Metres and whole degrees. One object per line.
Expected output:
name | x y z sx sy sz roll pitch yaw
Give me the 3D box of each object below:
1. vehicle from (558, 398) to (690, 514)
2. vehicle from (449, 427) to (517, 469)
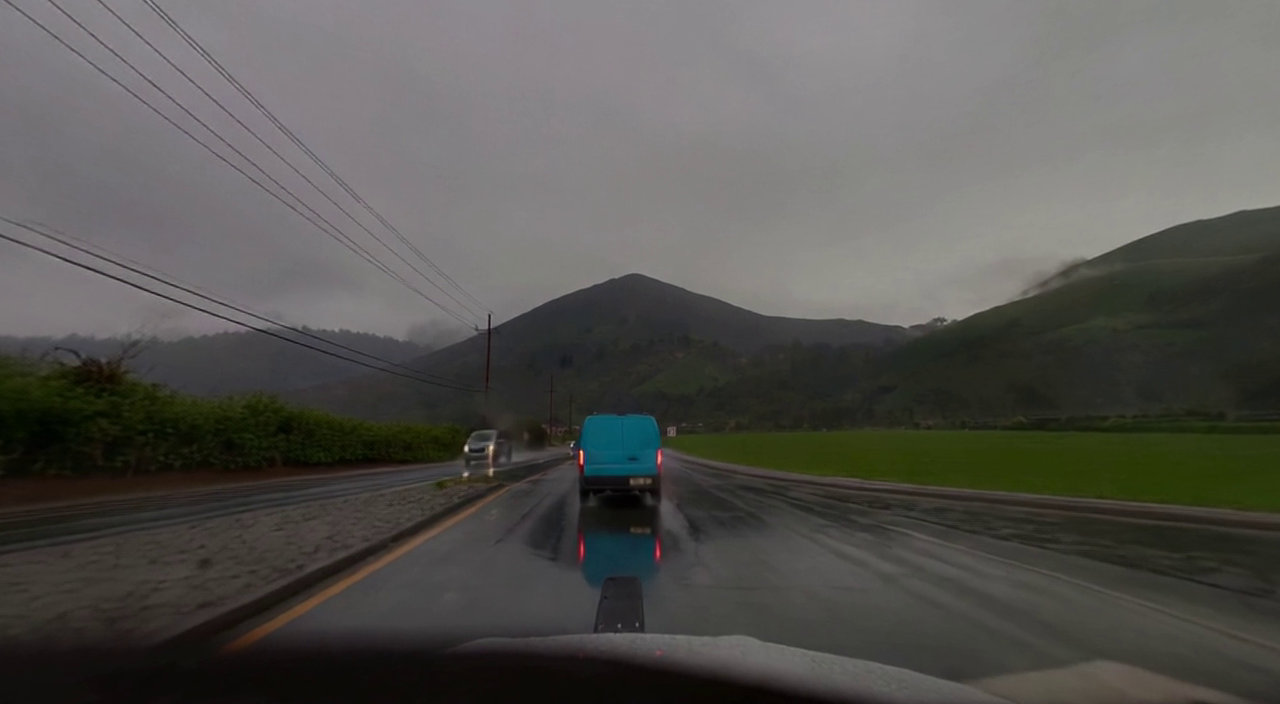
vehicle | -0.392 2.273 14.068 2.454 2.144 4.535 0 -8 -3
vehicle | -9.185 5.700 37.423 2.260 2.264 5.982 0 -8 2
